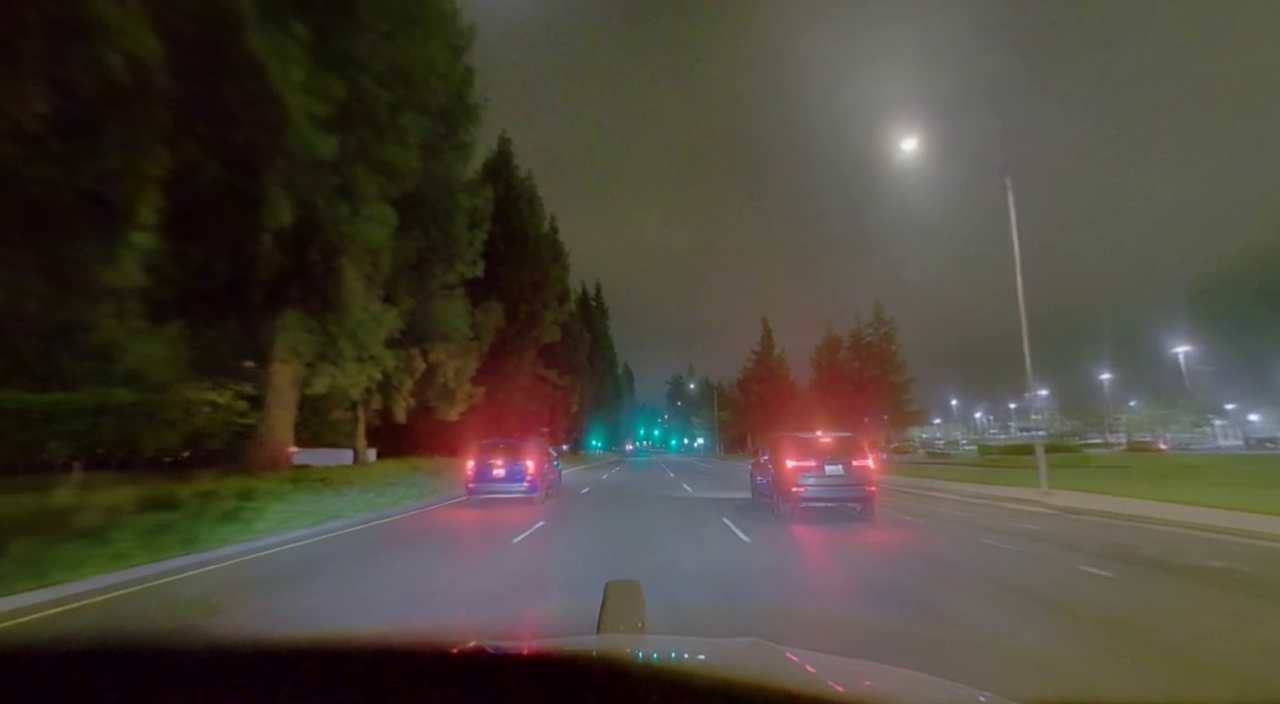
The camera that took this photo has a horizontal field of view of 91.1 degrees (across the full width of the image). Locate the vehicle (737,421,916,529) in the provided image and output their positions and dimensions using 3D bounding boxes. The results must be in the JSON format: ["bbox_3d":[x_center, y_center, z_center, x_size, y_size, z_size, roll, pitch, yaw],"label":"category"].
[{"bbox_3d":[3.481,2.422,12.966,2.087,1.759,5.040,0,-9,-1],"label":"vehicle"}]

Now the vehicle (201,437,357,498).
[{"bbox_3d":[-19.478,6.256,34.923,2.891,2.907,9.406,0,-9,1],"label":"vehicle"}]

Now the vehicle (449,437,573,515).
[{"bbox_3d":[-2.961,2.948,15.457,2.025,1.635,4.293,0,-9,2],"label":"vehicle"}]
